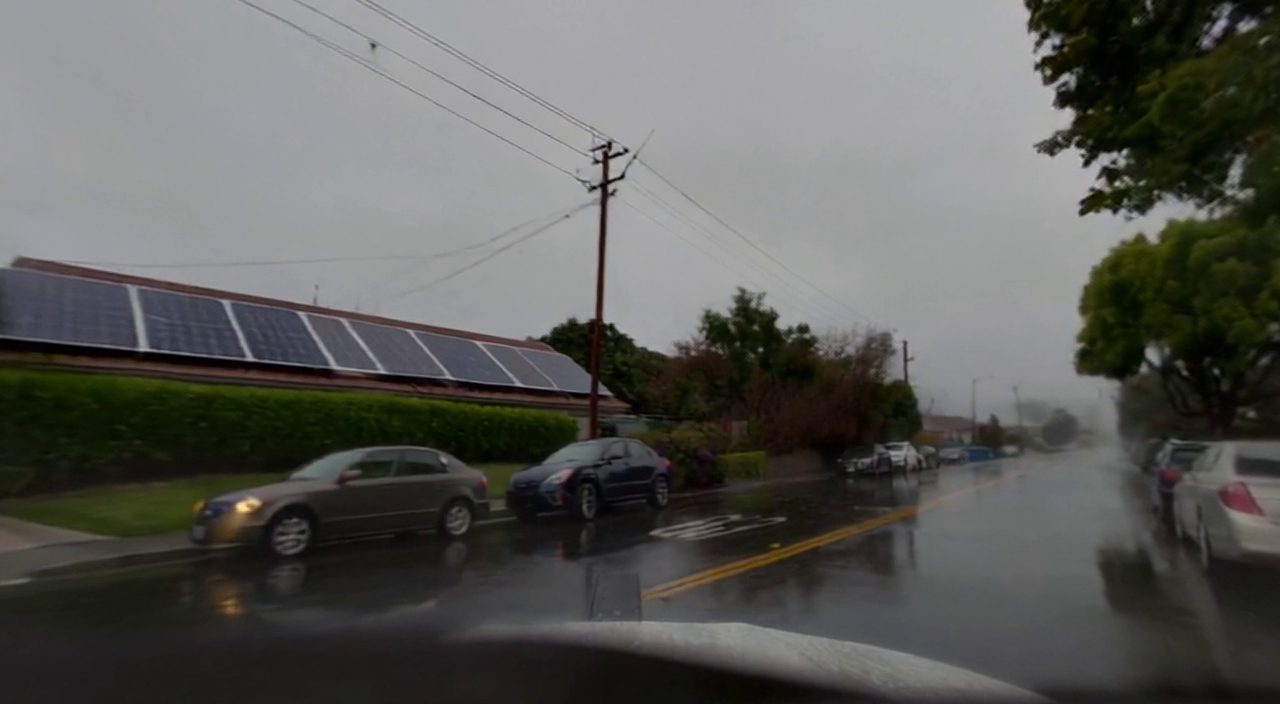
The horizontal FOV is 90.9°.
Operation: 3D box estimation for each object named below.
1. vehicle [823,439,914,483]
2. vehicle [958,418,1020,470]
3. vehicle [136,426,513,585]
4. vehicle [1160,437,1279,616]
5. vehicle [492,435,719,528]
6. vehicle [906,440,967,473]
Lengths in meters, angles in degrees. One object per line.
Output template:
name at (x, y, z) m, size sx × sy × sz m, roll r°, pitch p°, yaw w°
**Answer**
vehicle at (9.017, 4.221, 24.599) m, size 1.901 × 1.472 × 4.676 m, roll -11°, pitch -13°, yaw 35°
vehicle at (27.184, 7.042, 48.789) m, size 2.896 × 3.648 × 8.004 m, roll -6°, pitch -9°, yaw 36°
vehicle at (-3.729, 1.802, 8.092) m, size 1.805 × 1.488 × 3.838 m, roll -7°, pitch -12°, yaw 37°
vehicle at (7.168, 1.684, 6.906) m, size 1.969 × 1.478 × 4.632 m, roll -6°, pitch -9°, yaw 37°
vehicle at (-0.467, 2.394, 12.334) m, size 1.848 × 1.406 × 4.601 m, roll -9°, pitch -11°, yaw 37°
vehicle at (15.786, 5.582, 33.376) m, size 1.818 × 1.563 × 4.483 m, roll -8°, pitch -14°, yaw 37°
